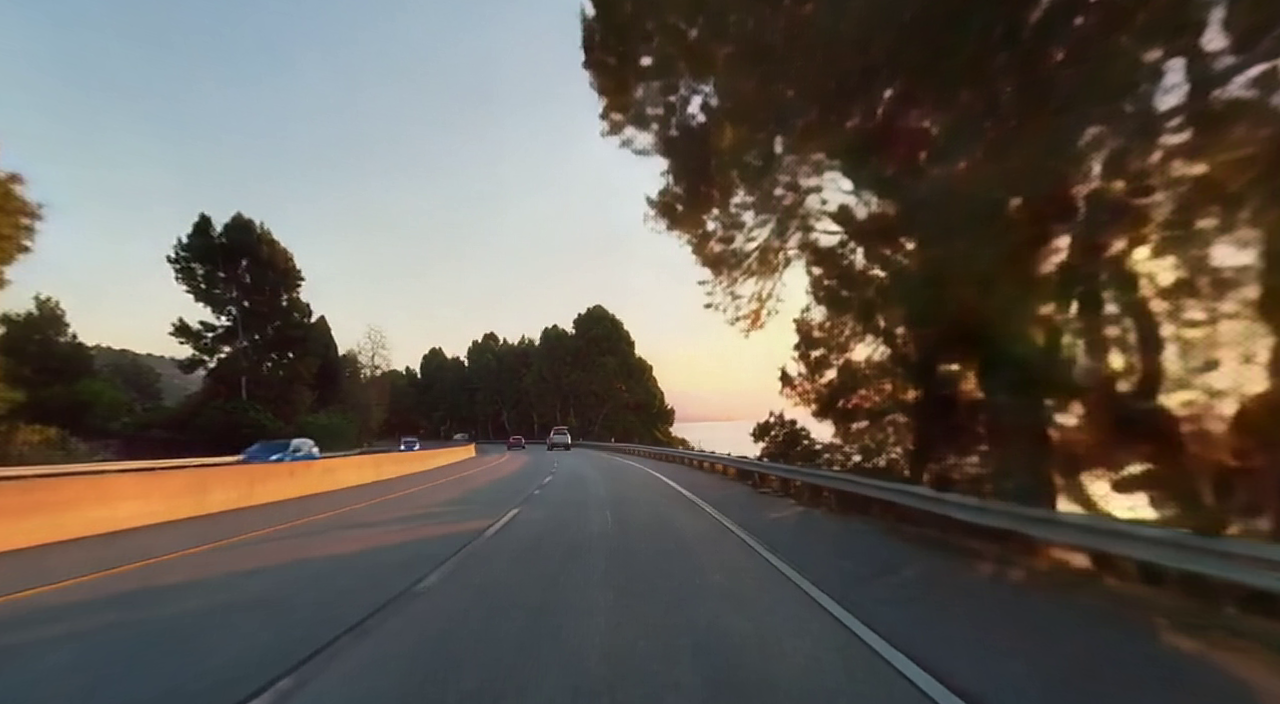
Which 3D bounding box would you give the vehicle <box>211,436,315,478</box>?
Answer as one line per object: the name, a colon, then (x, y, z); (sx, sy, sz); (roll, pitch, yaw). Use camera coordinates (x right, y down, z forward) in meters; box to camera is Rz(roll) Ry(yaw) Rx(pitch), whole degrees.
vehicle: (-16.657, 4.653, 28.193); (2.331, 1.704, 4.213); (1, -9, -6)
